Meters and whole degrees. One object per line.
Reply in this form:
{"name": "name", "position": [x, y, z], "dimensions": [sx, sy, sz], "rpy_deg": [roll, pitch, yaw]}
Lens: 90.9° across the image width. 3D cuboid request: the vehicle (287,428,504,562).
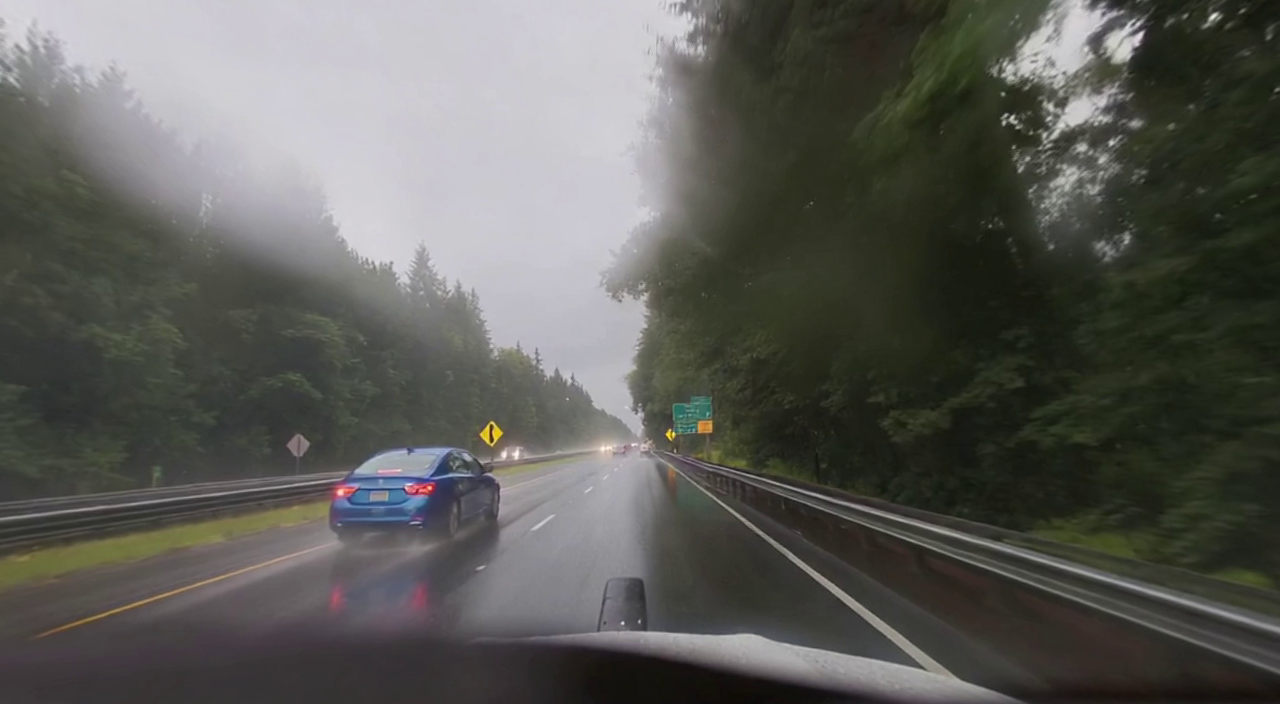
{"name": "vehicle", "position": [-3.231, 1.941, 9.167], "dimensions": [1.675, 1.537, 3.574], "rpy_deg": [0, -9, 1]}
